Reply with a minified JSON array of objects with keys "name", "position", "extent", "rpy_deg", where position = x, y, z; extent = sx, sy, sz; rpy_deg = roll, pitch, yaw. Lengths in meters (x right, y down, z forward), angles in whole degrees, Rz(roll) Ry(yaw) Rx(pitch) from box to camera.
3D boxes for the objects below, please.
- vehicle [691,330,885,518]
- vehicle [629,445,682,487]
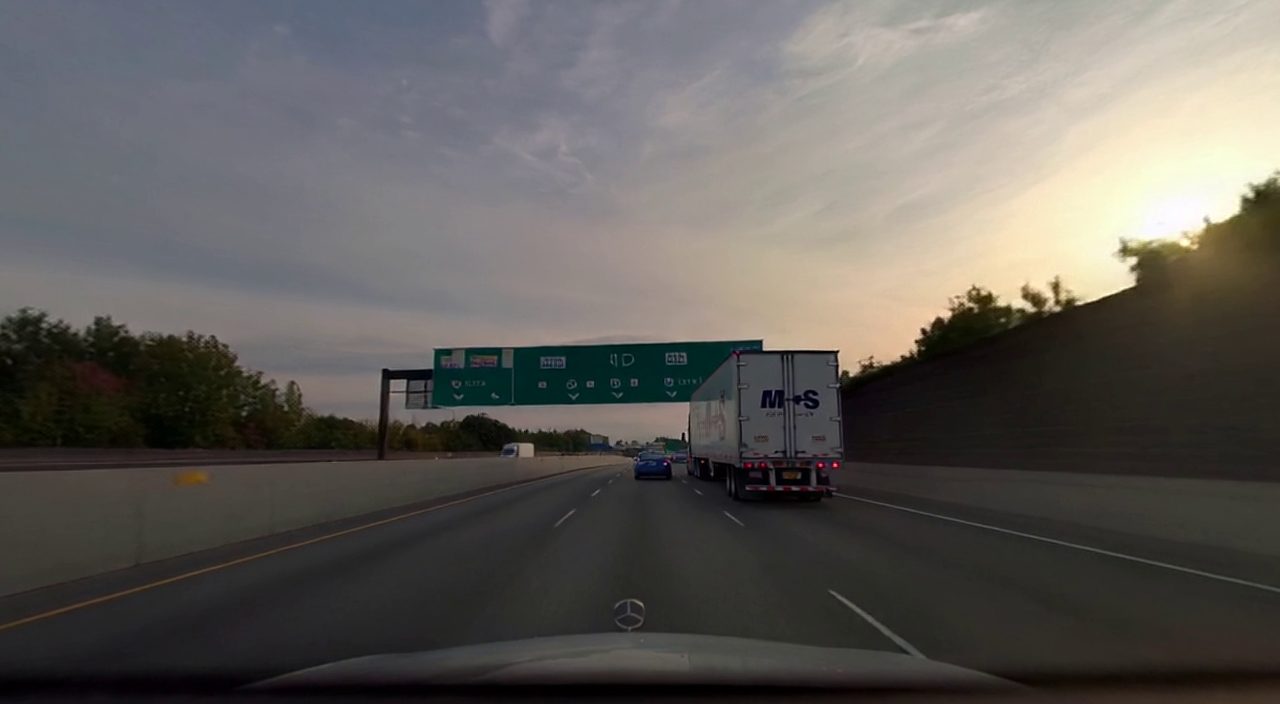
[{"name":"vehicle","position":[3.767,2.603,20.813],"extent":[3.002,4.104,14.174],"rpy_deg":[0,-9,0]},{"name":"vehicle","position":[0.609,4.864,27.154],"extent":[2.121,1.642,3.828],"rpy_deg":[0,-9,0]}]
